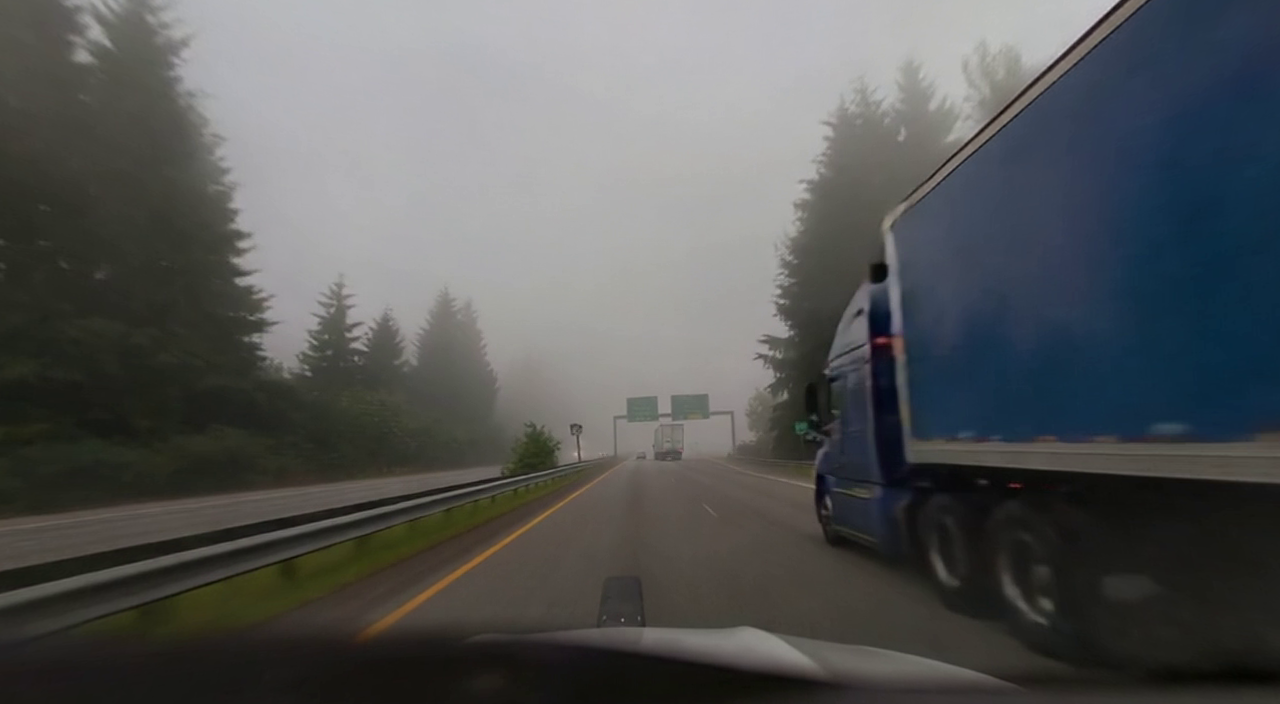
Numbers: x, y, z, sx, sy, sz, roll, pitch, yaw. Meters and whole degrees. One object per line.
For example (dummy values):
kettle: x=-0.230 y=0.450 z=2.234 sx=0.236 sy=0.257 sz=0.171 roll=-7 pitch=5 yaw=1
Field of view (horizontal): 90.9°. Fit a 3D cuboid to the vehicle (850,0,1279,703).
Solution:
vehicle: x=4.207 y=-0.778 z=0.290 sx=3.231 sy=4.102 sz=14.393 roll=0 pitch=-9 yaw=0
